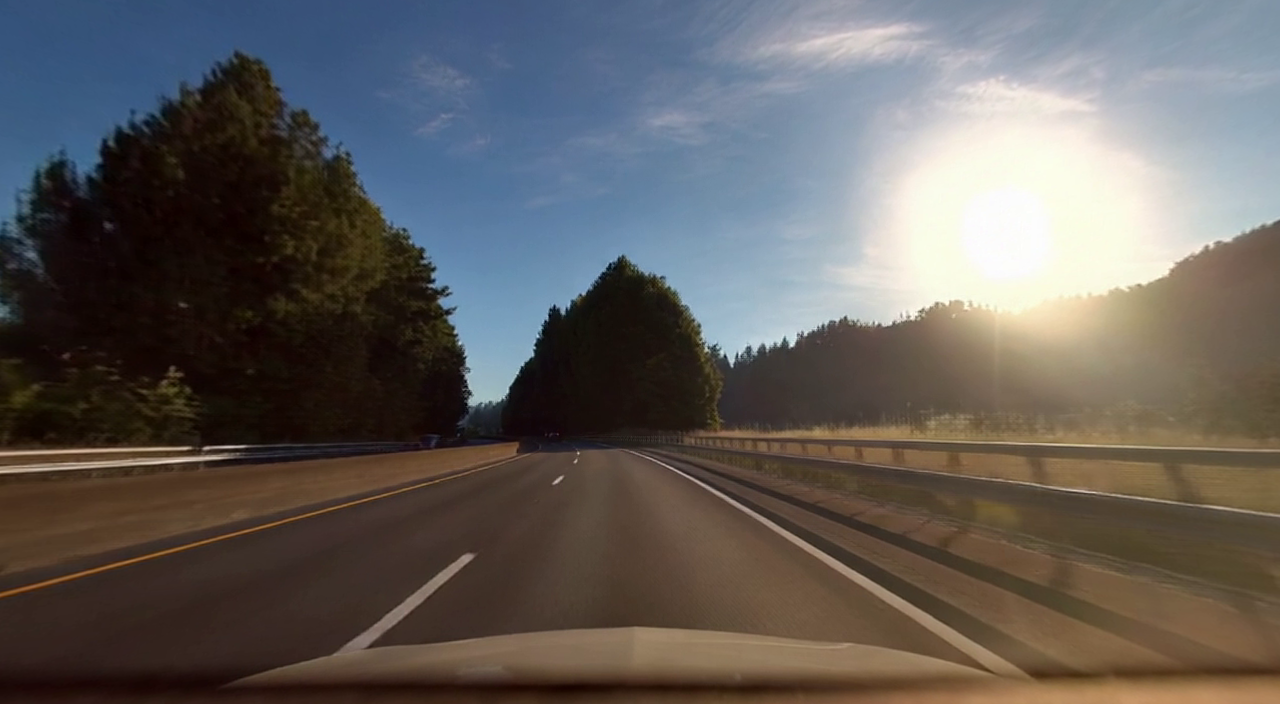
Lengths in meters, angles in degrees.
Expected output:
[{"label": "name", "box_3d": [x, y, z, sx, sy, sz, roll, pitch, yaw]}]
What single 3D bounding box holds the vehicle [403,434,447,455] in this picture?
[{"label": "vehicle", "box_3d": [-16.785, 7.219, 49.455, 2.206, 1.596, 4.262, 0, -8, -5]}]
